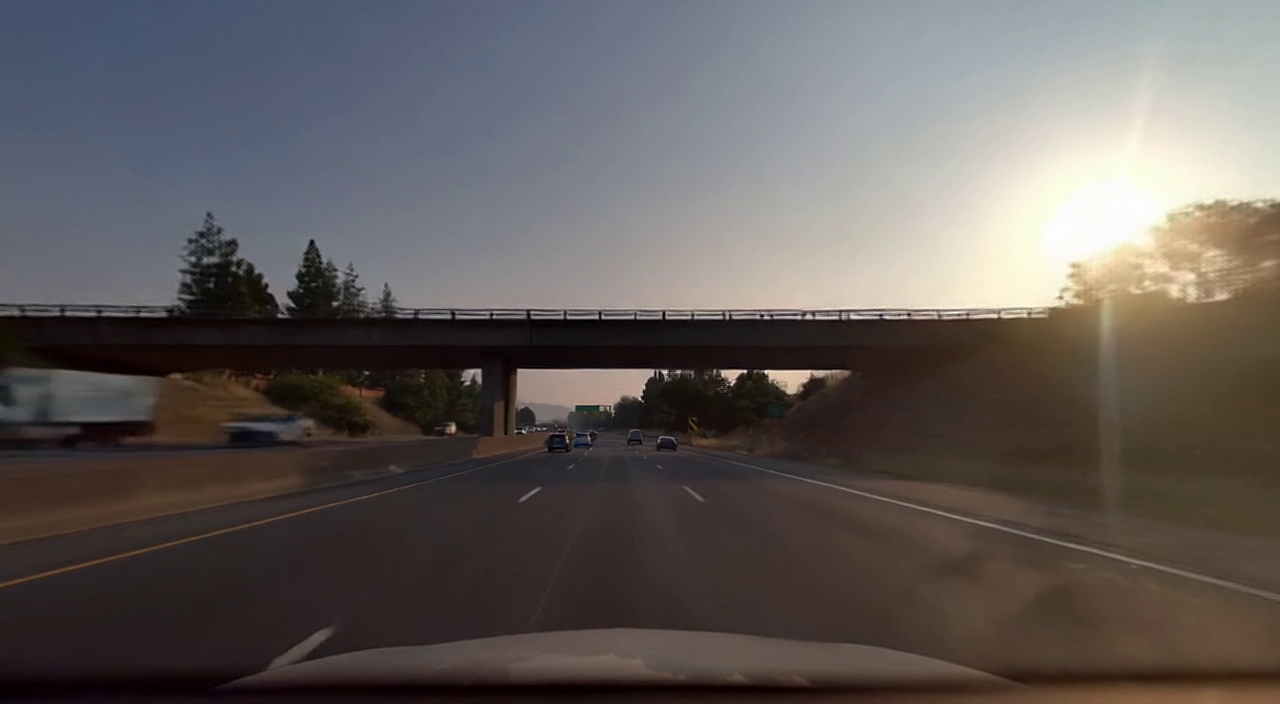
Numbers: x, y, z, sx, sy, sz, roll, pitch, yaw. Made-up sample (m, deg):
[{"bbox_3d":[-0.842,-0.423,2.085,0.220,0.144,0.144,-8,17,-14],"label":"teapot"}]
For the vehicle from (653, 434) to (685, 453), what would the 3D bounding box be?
[{"bbox_3d":[2.120,6.820,46.975,1.999,1.329,3.913,1,-8,-3],"label":"vehicle"}]

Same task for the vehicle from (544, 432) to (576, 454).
[{"bbox_3d":[-5.700,6.554,45.409,1.966,1.460,3.519,0,-8,-2],"label":"vehicle"}]

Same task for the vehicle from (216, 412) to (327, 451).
[{"bbox_3d":[-14.365,3.155,24.776,2.138,1.412,3.720,0,-8,-1],"label":"vehicle"}]

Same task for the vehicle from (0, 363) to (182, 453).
[{"bbox_3d":[-21.957,2.315,24.277,2.834,2.938,7.747,0,-8,-2],"label":"vehicle"}]
